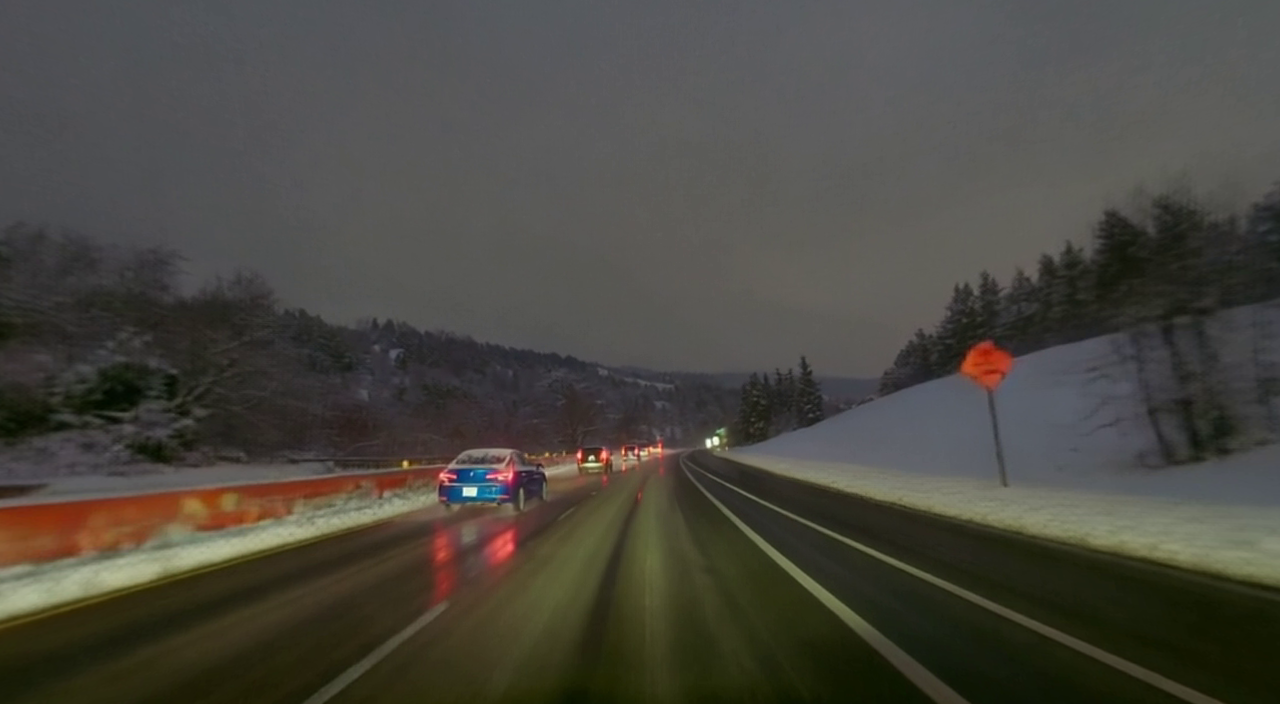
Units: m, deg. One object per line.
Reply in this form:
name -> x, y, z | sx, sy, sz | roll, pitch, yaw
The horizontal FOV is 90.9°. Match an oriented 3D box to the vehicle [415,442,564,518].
vehicle -> -2.932, 2.597, 13.249 | 2.061, 1.330, 3.928 | 0, -9, 2

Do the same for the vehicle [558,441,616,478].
vehicle -> -2.254, 4.731, 27.935 | 2.094, 1.480, 4.124 | 0, -9, 2
